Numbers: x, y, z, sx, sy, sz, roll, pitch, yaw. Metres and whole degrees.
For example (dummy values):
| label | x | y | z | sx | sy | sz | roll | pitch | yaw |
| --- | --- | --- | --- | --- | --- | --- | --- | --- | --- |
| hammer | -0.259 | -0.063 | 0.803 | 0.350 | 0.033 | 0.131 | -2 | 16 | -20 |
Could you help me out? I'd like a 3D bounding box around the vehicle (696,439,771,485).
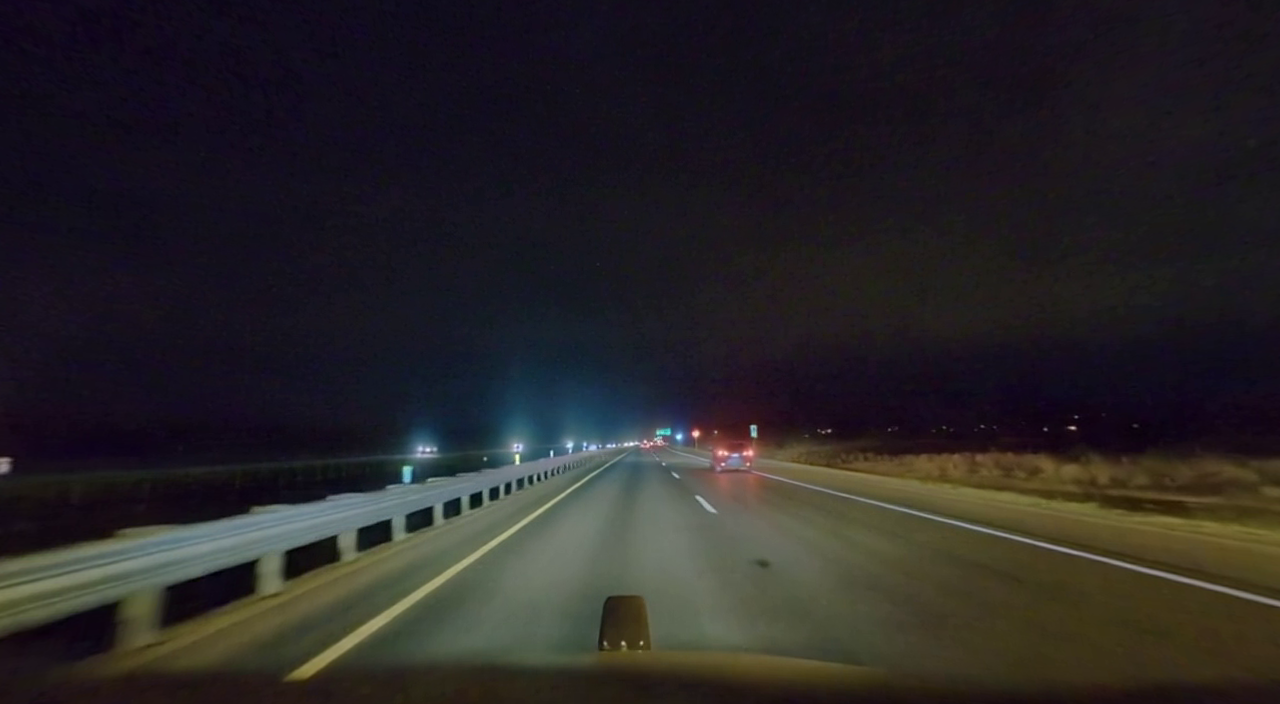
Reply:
| label | x | y | z | sx | sy | sz | roll | pitch | yaw |
| --- | --- | --- | --- | --- | --- | --- | --- | --- | --- |
| vehicle | 3.343 | 4.037 | 23.372 | 2.044 | 1.527 | 4.658 | 0 | -8 | -1 |
